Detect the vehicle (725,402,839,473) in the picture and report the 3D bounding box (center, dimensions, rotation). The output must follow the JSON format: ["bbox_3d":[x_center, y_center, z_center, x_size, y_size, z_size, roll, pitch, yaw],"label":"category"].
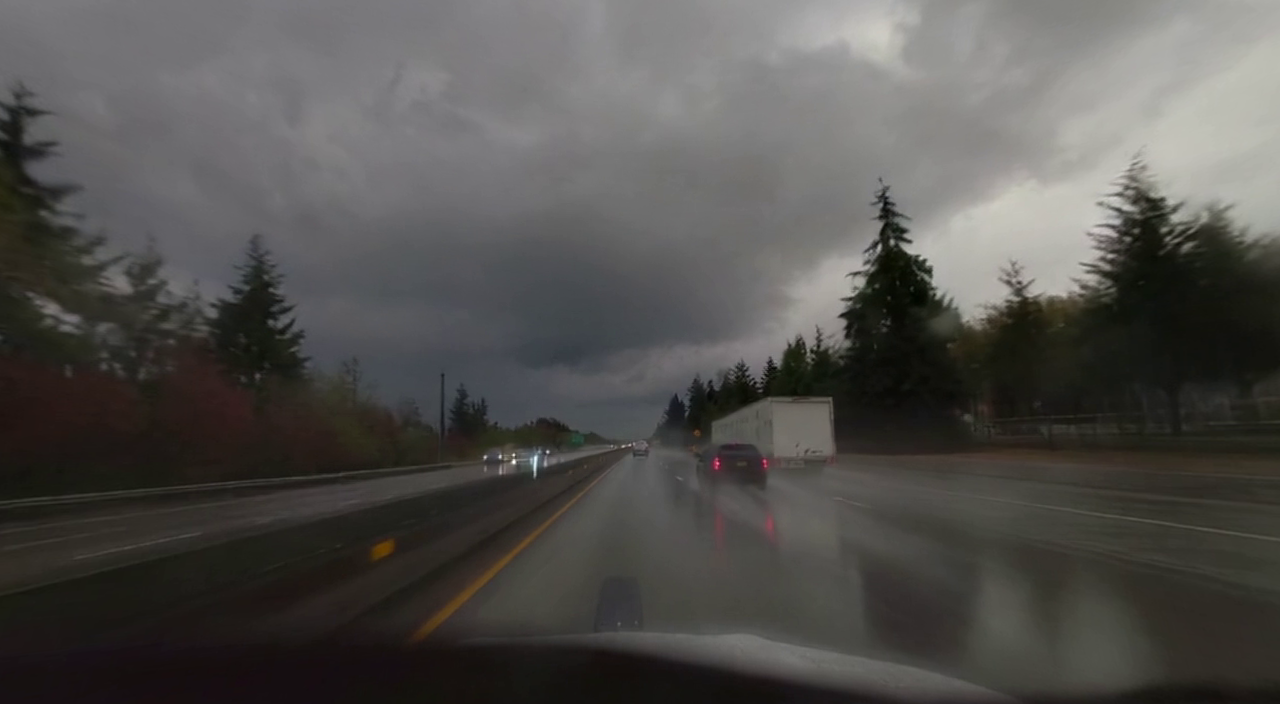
[{"bbox_3d":[7.031,4.615,33.129,3.536,3.160,9.428,0,-9,-2],"label":"vehicle"}]

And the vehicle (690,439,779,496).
[{"bbox_3d":[2.947,3.761,20.866,2.123,1.620,4.959,0,-9,-1],"label":"vehicle"}]
